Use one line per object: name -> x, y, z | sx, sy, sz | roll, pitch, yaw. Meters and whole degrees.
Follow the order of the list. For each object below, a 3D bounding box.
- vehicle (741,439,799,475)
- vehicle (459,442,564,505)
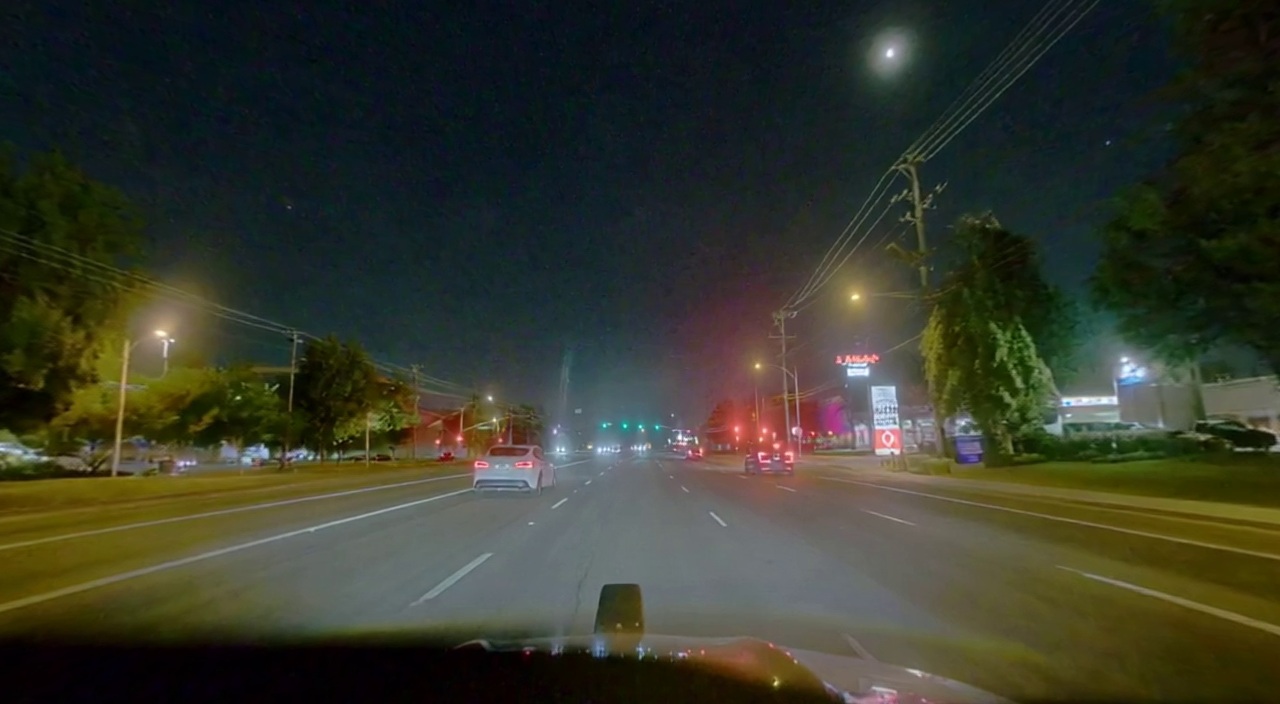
vehicle -> 6.590, 5.360, 32.465 | 1.945, 1.706, 4.190 | 0, -8, -1
vehicle -> -3.236, 3.147, 16.869 | 1.837, 1.463, 4.311 | 0, -8, 1
